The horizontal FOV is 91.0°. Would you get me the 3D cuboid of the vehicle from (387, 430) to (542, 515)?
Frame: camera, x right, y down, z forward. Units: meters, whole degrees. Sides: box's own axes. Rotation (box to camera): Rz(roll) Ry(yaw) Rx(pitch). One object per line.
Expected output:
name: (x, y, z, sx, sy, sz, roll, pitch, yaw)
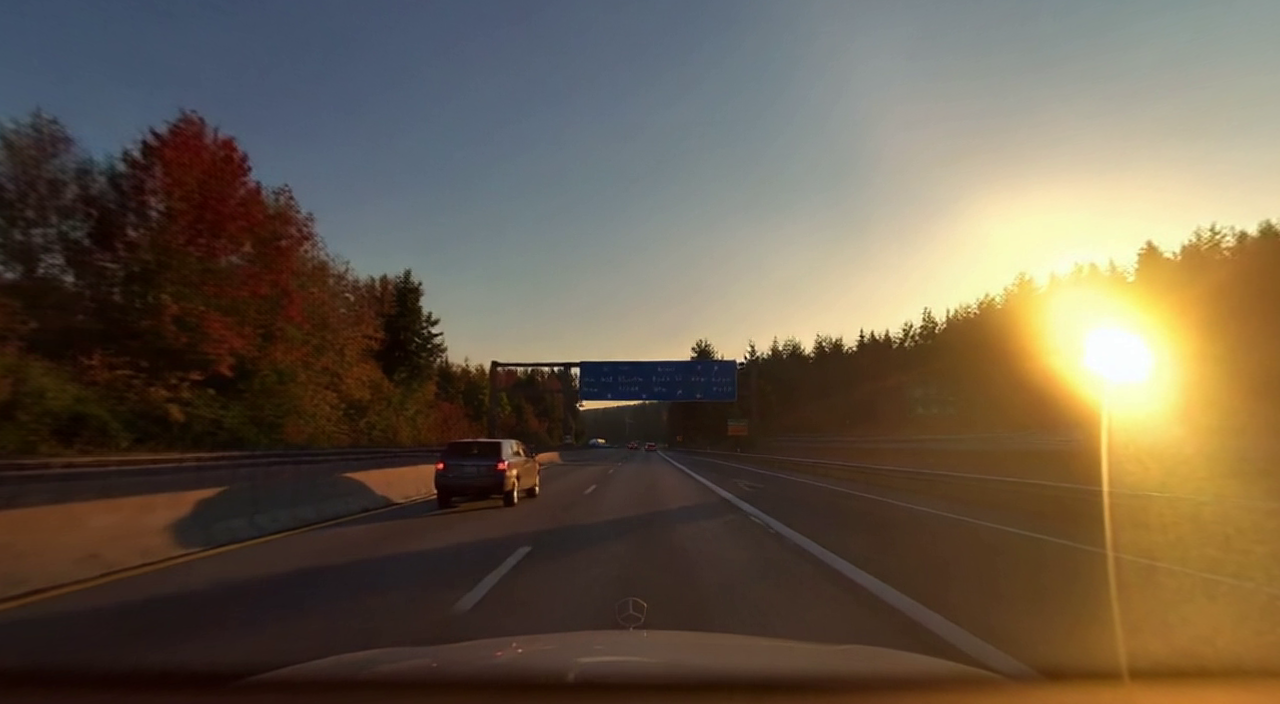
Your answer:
vehicle: (-3.537, 2.509, 13.658, 2.051, 1.531, 4.250, 0, -8, 1)
